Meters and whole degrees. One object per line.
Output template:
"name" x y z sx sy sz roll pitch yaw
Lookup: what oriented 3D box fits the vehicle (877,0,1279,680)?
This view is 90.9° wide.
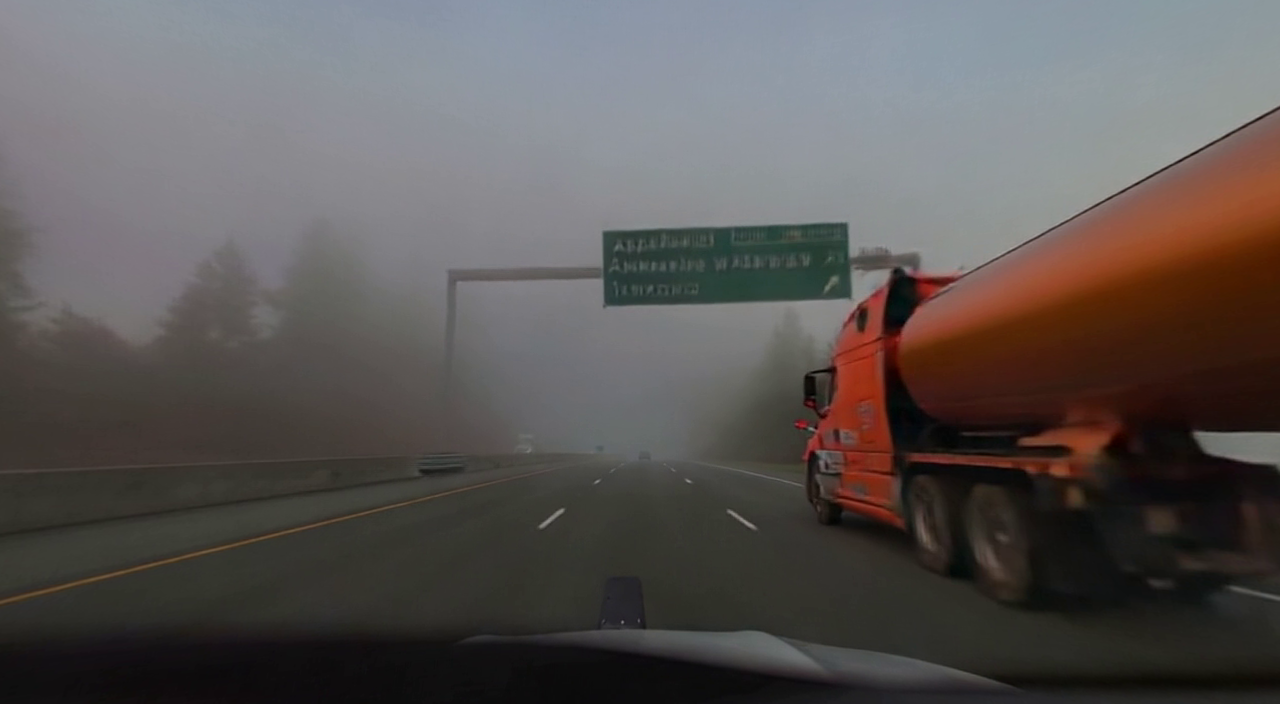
"vehicle" 4.338 -0.952 0.532 2.784 4.080 13.516 -2 -9 -1
